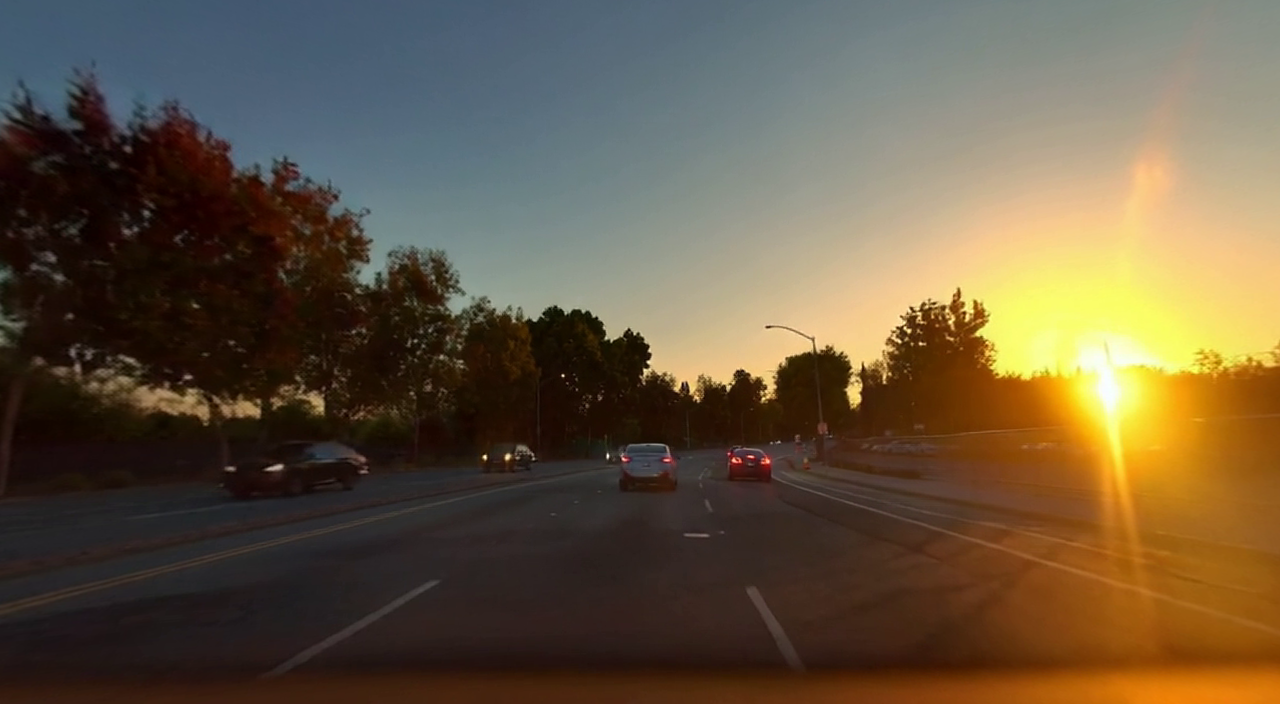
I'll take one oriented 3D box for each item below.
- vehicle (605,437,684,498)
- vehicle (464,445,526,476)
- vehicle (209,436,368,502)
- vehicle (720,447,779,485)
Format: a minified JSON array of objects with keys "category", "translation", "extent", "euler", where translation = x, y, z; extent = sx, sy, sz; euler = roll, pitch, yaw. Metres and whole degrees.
[{"category":"vehicle","translation":[0.277,3.542,19.803],"extent":[2.105,1.676,4.541],"euler":[-1,-9,5]},{"category":"vehicle","translation":[-8.892,6.679,39.179],"extent":[2.329,1.757,4.464],"euler":[-1,-9,7]},{"category":"vehicle","translation":[-10.733,3.589,19.790],"extent":[2.034,1.791,4.582],"euler":[-1,-9,5]},{"category":"vehicle","translation":[4.584,4.825,26.989],"extent":[2.147,1.474,4.083],"euler":[-1,-9,6]}]
